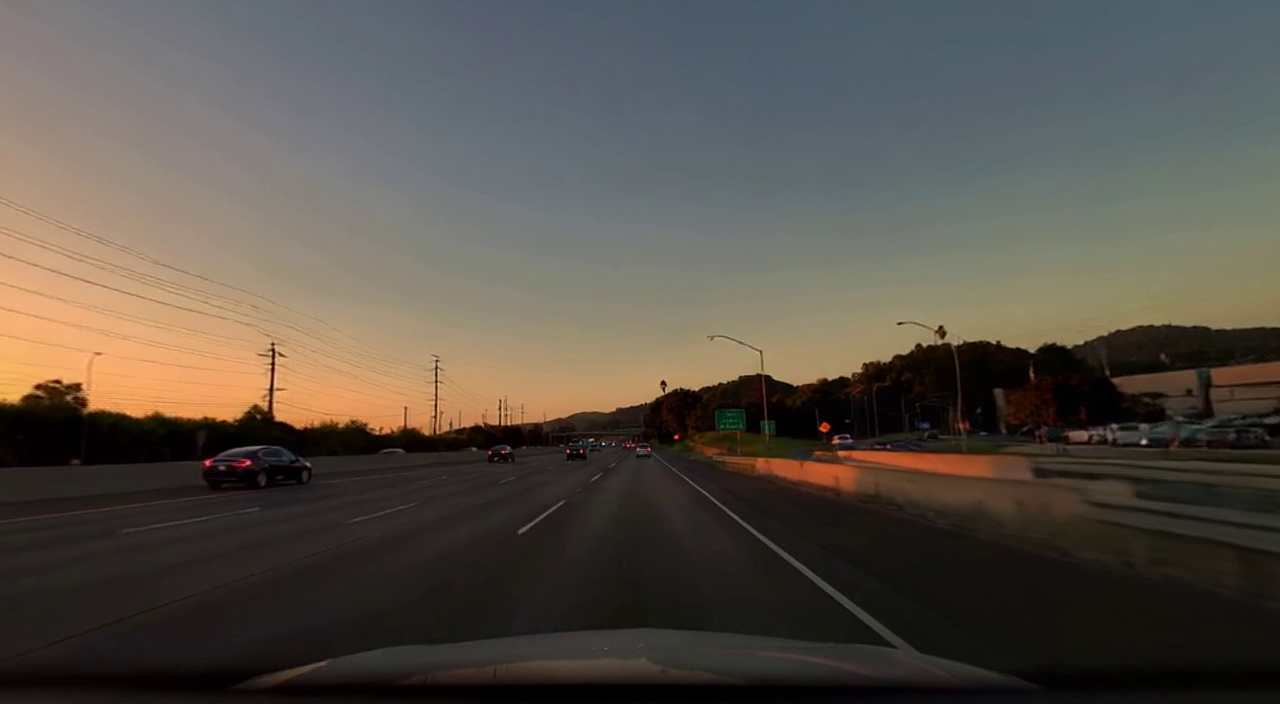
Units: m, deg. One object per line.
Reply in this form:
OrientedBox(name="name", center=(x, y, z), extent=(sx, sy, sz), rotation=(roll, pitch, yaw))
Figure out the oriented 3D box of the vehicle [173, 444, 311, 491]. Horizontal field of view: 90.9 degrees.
OrientedBox(name="vehicle", center=(-13.901, 4.029, 22.419), extent=(1.988, 1.477, 4.442), rotation=(0, -8, 0))
